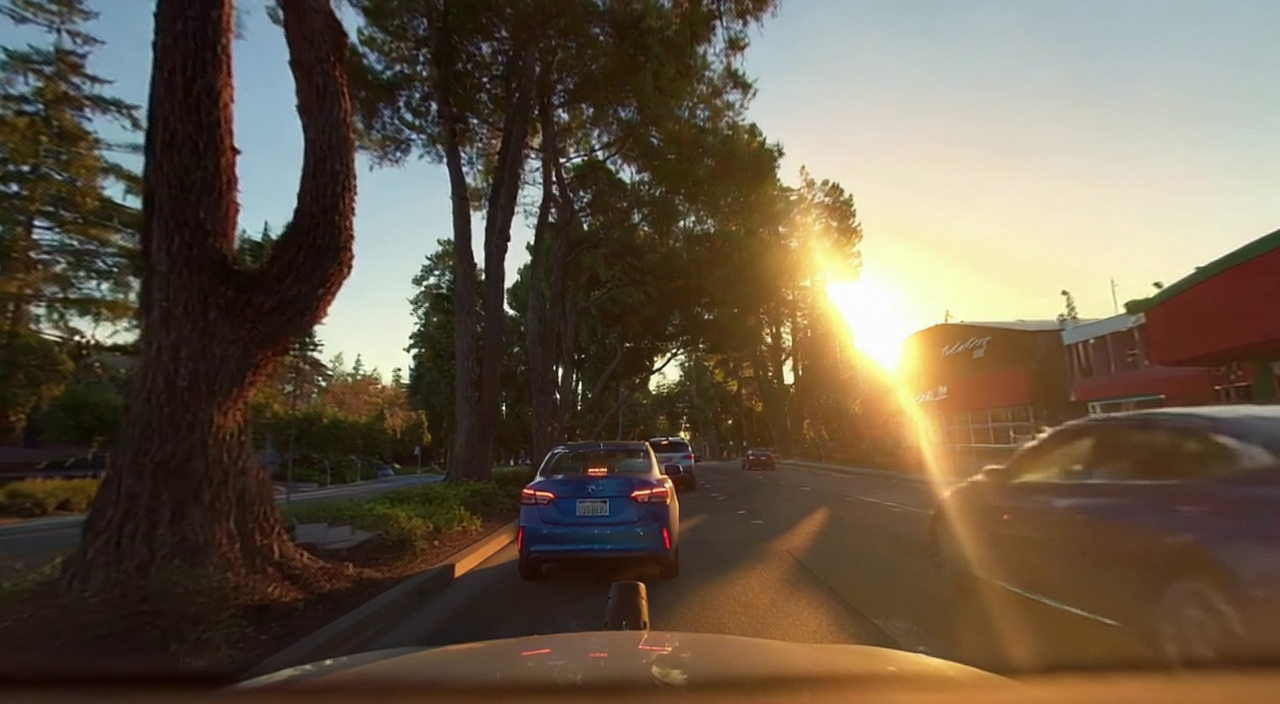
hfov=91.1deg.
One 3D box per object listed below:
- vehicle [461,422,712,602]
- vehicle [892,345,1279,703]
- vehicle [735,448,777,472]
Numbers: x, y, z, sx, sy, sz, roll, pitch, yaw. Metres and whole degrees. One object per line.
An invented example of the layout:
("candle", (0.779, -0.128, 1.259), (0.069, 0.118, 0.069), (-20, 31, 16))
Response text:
("vehicle", (-0.471, 1.659, 7.381), (2.111, 1.506, 4.018), (0, -9, -1))
("vehicle", (3.480, 1.061, 4.109), (1.946, 1.648, 4.230), (0, -9, 1))
("vehicle", (7.216, 6.741, 39.400), (1.909, 1.380, 3.905), (0, -9, 0))
